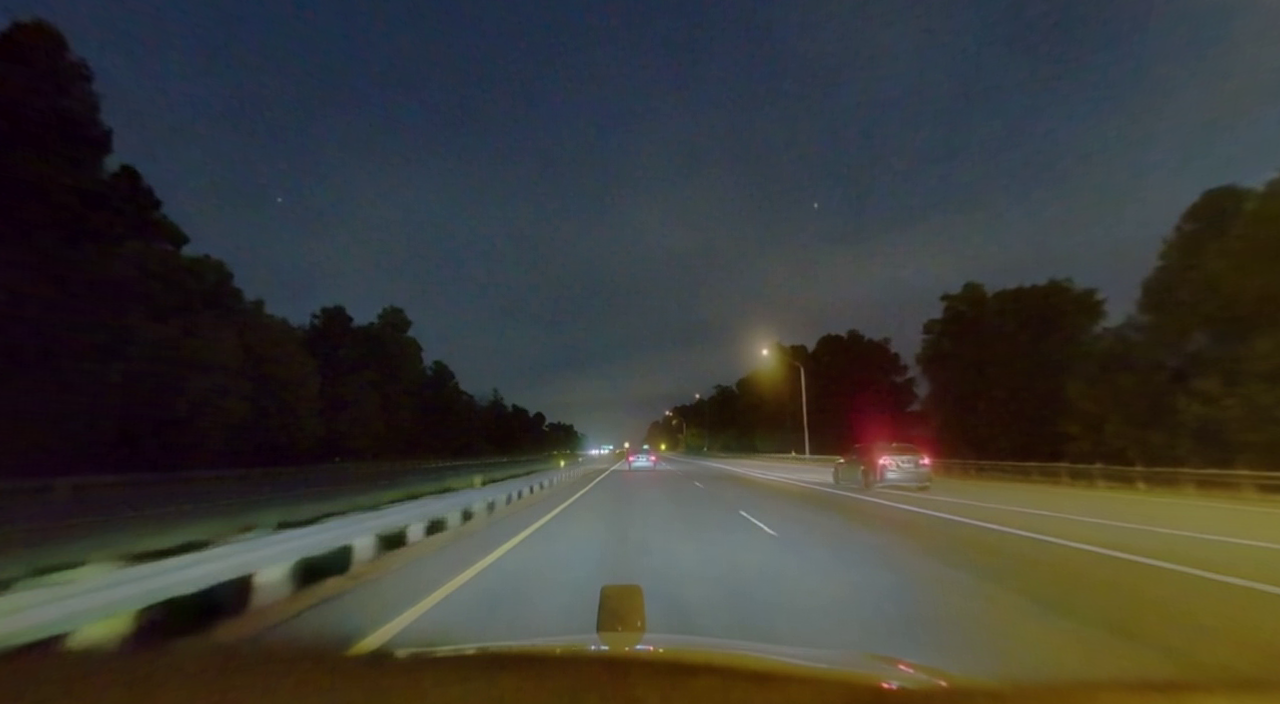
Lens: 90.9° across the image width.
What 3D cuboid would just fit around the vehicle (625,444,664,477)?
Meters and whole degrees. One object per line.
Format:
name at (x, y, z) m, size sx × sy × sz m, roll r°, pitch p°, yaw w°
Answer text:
vehicle at (0.216, 5.774, 33.661) m, size 1.987 × 1.658 × 3.620 m, roll 0°, pitch -9°, yaw -1°
